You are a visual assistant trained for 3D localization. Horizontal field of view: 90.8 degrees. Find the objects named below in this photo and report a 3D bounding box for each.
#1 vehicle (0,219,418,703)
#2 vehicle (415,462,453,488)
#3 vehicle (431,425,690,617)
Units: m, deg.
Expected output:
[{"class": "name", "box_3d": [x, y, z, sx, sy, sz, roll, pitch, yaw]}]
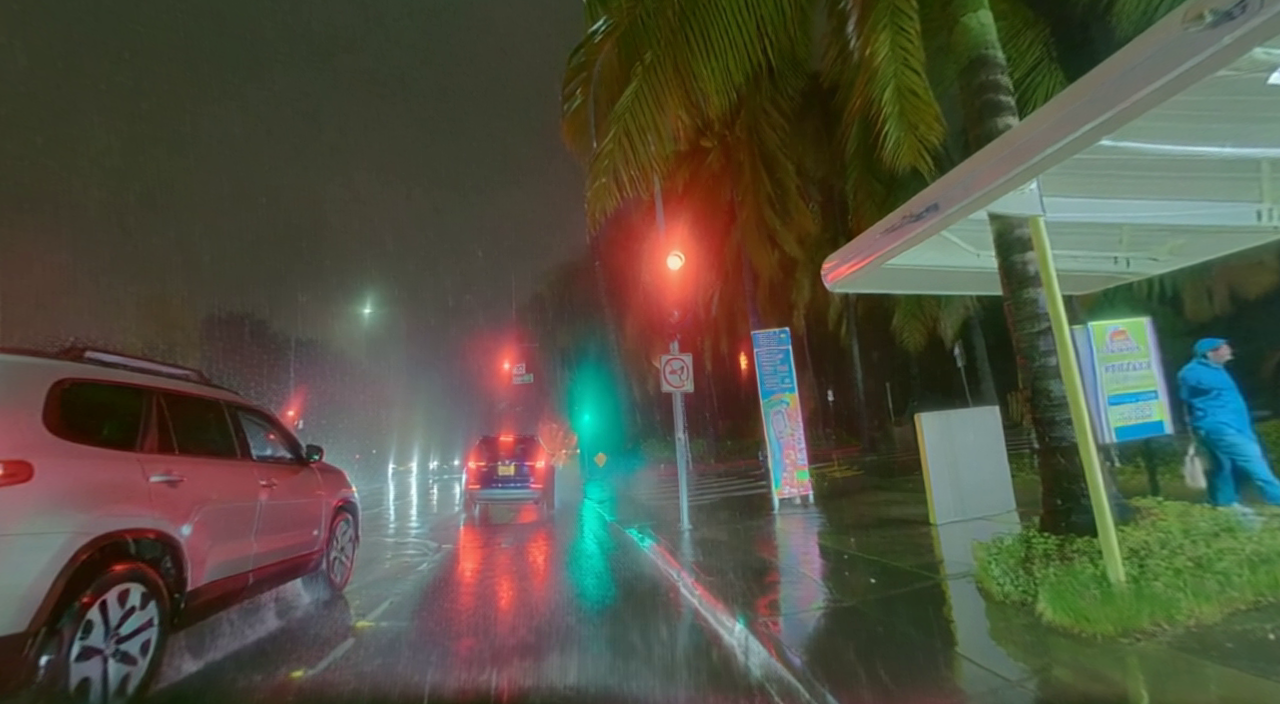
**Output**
[{"class": "vehicle", "box_3d": [-2.764, 0.909, 3.230, 2.098, 1.851, 4.571, 1, -9, -7]}, {"class": "vehicle", "box_3d": [-14.625, 8.691, 44.991, 1.964, 1.642, 4.085, 1, -9, -10]}, {"class": "vehicle", "box_3d": [-1.018, 1.652, 7.241, 2.065, 1.467, 4.289, 2, -9, -11]}]
